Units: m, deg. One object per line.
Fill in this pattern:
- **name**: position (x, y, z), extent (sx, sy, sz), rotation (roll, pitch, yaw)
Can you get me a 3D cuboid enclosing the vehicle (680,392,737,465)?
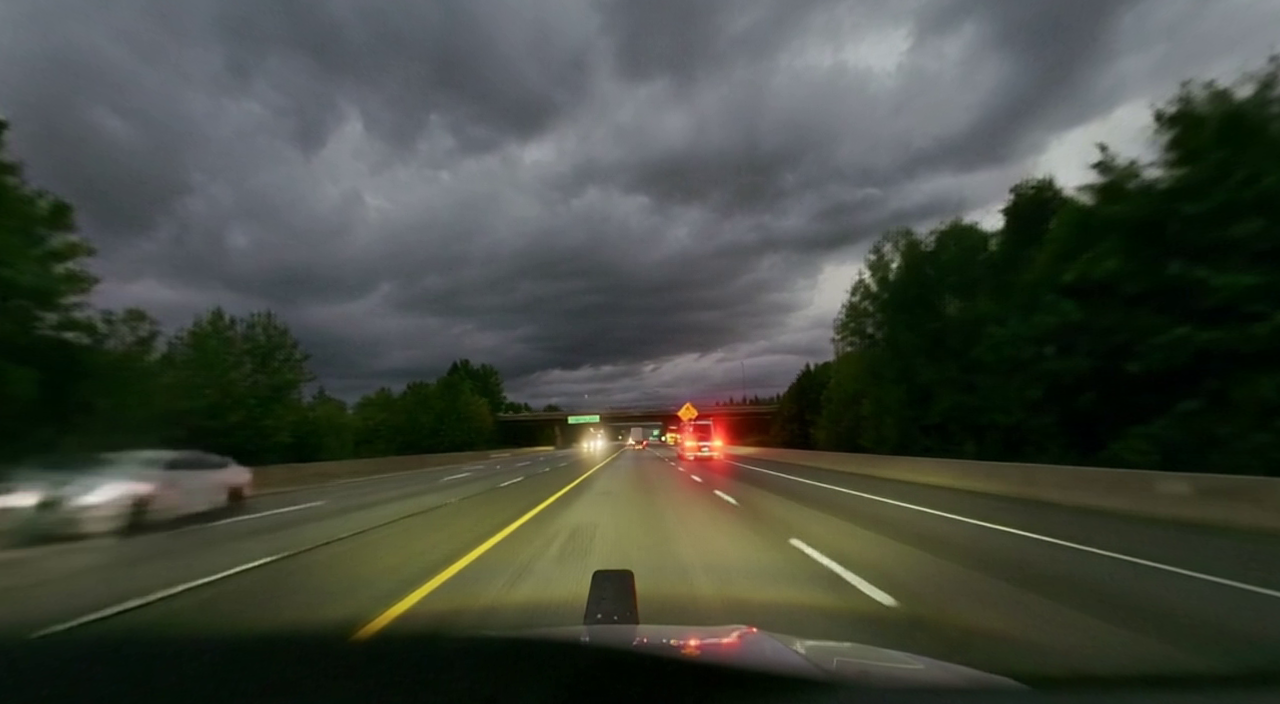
- **vehicle**: position (4.233, 4.866, 40.036), extent (2.875, 4.206, 4.999), rotation (-2, -7, -1)
